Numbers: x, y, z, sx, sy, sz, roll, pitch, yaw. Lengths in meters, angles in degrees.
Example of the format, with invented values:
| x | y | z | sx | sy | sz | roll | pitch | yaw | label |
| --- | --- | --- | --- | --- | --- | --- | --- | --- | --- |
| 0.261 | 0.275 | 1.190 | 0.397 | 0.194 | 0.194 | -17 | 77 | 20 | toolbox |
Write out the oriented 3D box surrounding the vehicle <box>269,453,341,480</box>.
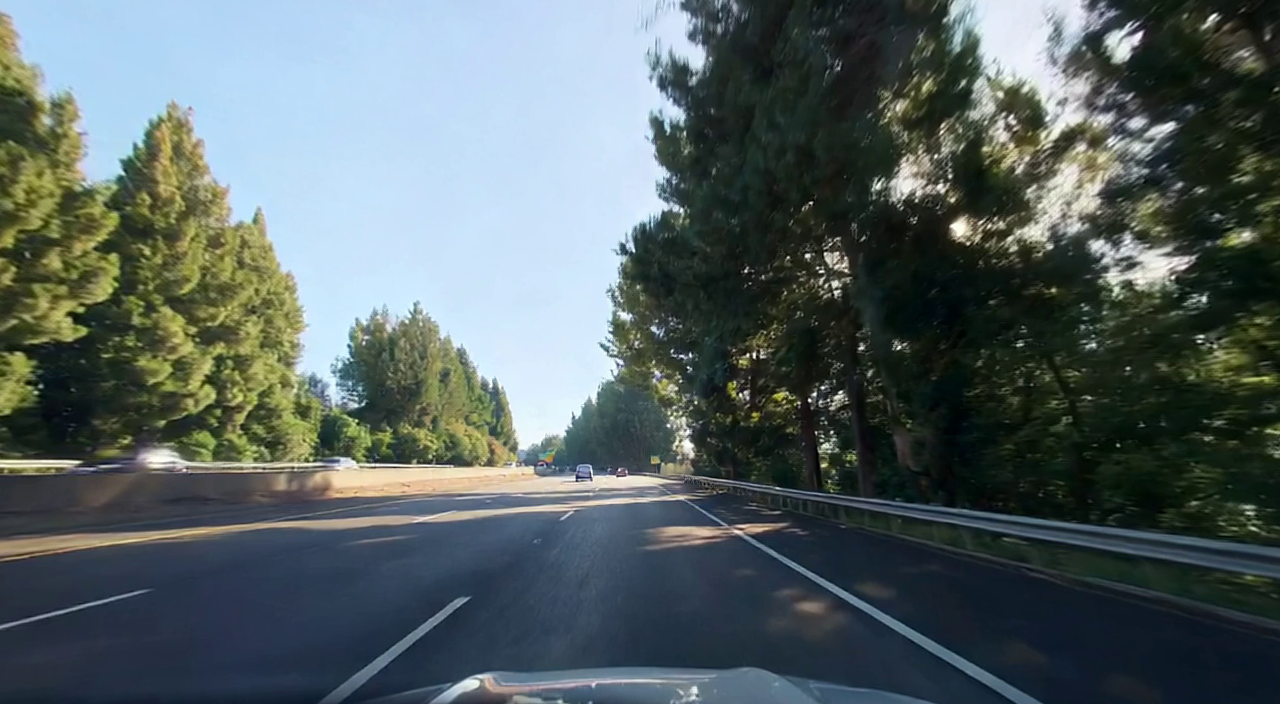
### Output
| x | y | z | sx | sy | sz | roll | pitch | yaw | label |
| --- | --- | --- | --- | --- | --- | --- | --- | --- | --- |
| -20.060 | 6.889 | 37.934 | 1.866 | 1.508 | 4.531 | 1 | -11 | -1 | vehicle |

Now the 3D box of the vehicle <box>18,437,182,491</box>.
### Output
| x | y | z | sx | sy | sz | roll | pitch | yaw | label |
| --- | --- | --- | --- | --- | --- | --- | --- | --- | --- |
| -16.464 | 3.481 | 19.489 | 1.763 | 1.473 | 3.681 | 1 | -11 | -1 | vehicle |
